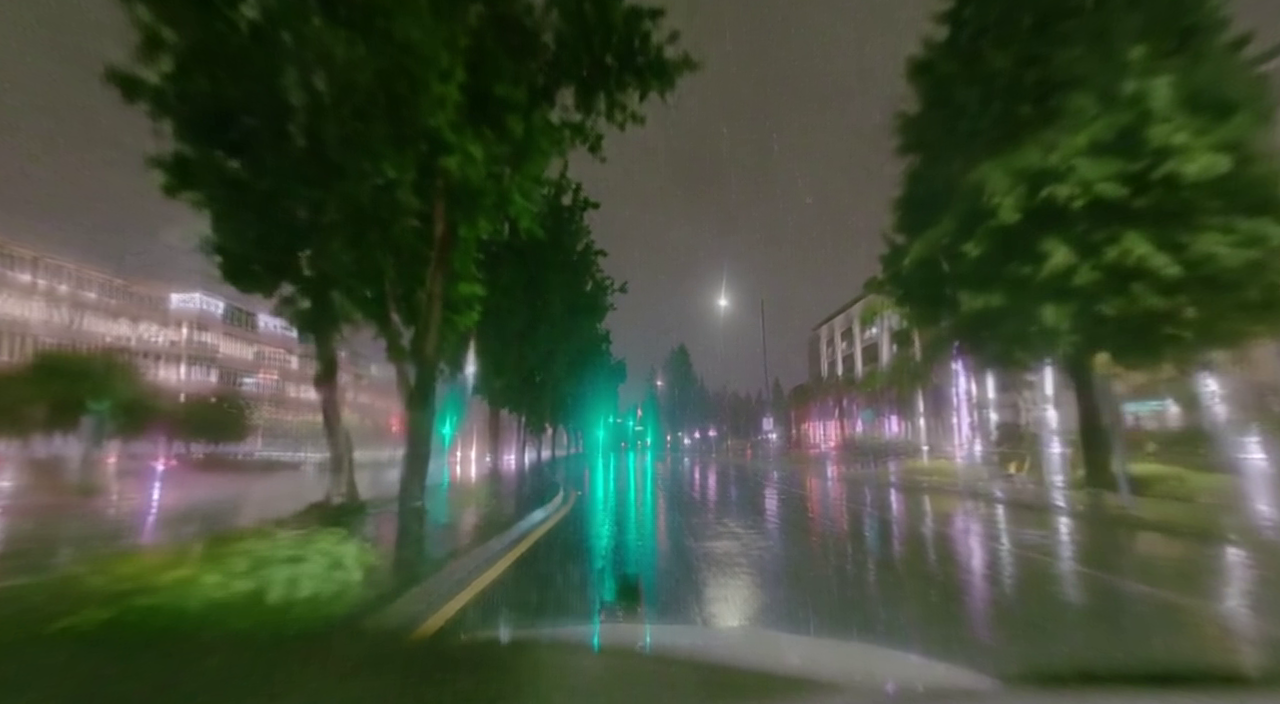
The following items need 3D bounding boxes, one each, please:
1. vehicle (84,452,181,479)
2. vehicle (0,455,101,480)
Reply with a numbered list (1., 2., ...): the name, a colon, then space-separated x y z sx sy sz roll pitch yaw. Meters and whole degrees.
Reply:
1. vehicle: -32.041 7.152 39.951 4.486 1.614 1.950 -1 -8 4
2. vehicle: -37.413 7.327 40.131 4.639 1.484 1.789 0 -8 0
